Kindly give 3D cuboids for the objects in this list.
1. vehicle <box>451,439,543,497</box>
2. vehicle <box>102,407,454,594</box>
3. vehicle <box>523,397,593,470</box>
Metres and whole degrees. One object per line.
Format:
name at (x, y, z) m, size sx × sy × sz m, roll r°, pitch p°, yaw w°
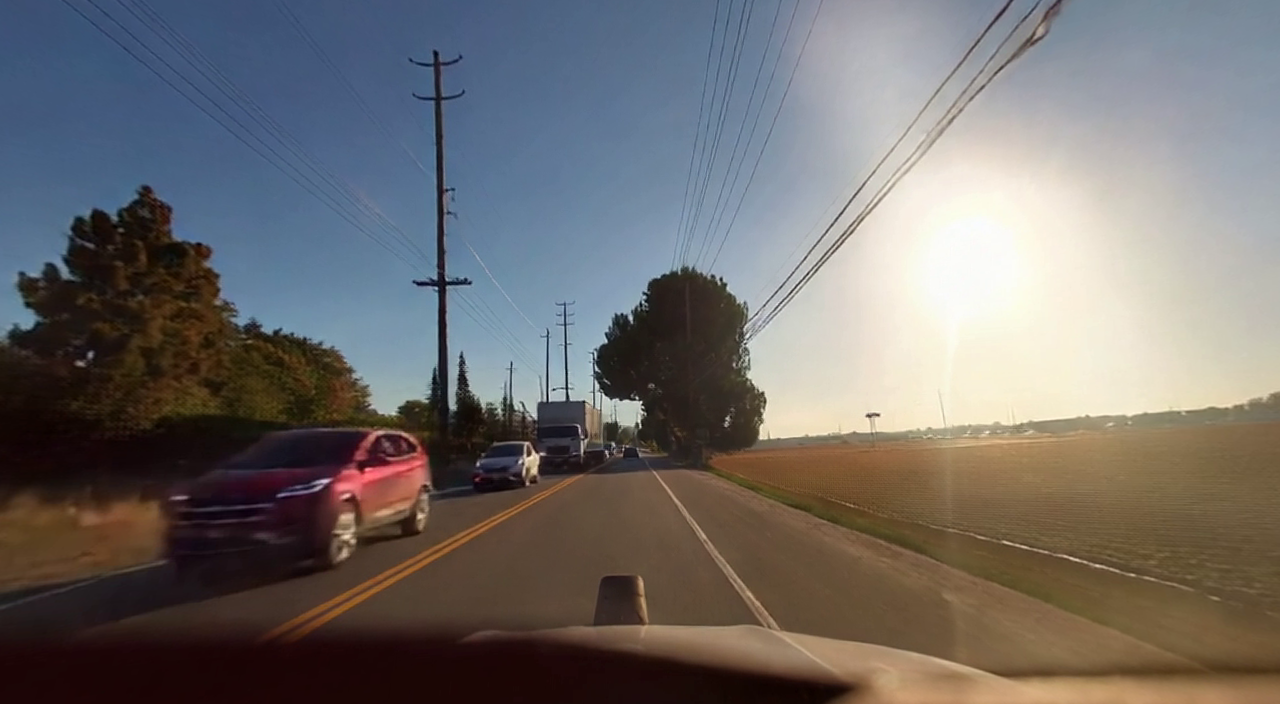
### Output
vehicle at (-4.751, 3.869, 21.643) m, size 2.100 × 1.664 × 4.451 m, roll -2°, pitch -8°, yaw 0°
vehicle at (-4.531, 1.893, 9.204) m, size 2.269 × 1.873 × 5.076 m, roll -1°, pitch -8°, yaw -2°
vehicle at (-4.879, 5.174, 38.965) m, size 3.544 × 4.103 × 5.897 m, roll 1°, pitch -10°, yaw -1°
